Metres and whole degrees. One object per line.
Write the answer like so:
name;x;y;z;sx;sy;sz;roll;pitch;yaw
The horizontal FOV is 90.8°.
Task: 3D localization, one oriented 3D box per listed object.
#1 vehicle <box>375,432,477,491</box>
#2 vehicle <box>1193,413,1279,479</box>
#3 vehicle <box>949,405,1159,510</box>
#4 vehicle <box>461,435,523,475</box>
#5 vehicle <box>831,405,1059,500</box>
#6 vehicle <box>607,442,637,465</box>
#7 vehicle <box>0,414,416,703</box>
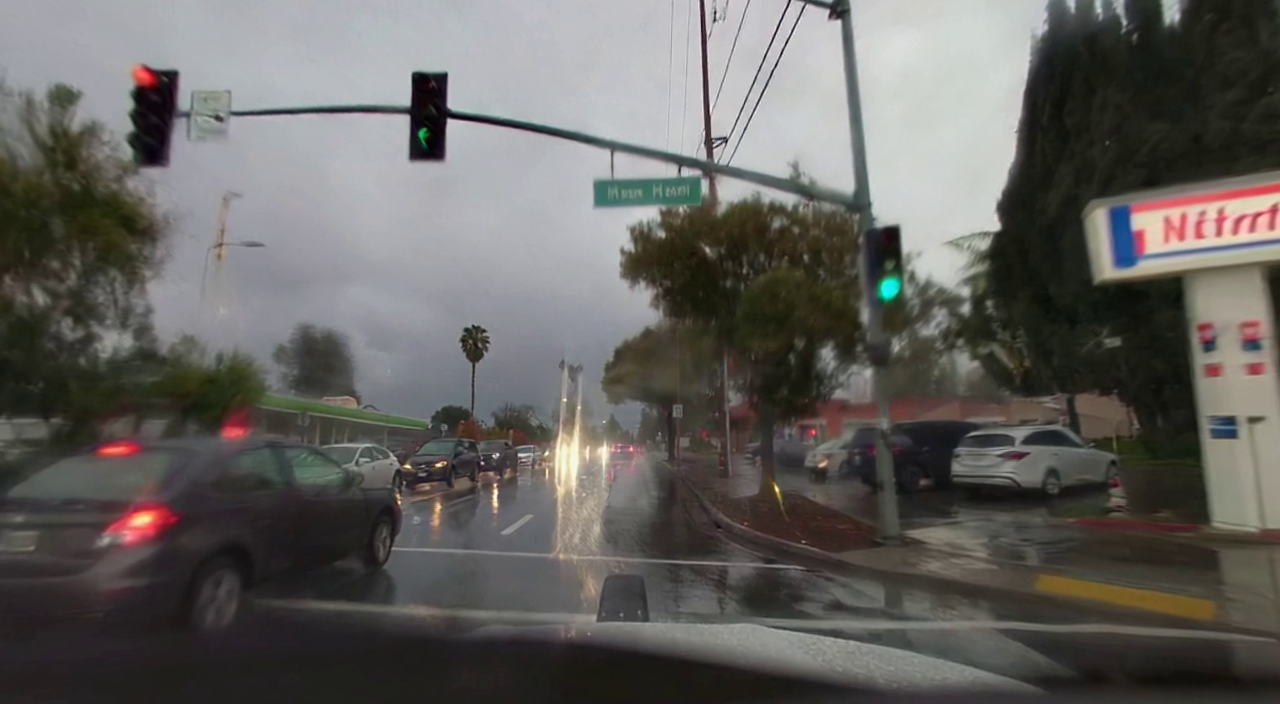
vehicle;-7.164;3.688;21.698;2.000;1.791;4.465;0;-8;-1
vehicle;19.989;2.992;20.112;4.255;1.894;2.037;4;-9;-28
vehicle;8.639;2.167;13.262;3.353;1.885;2.229;4;-10;-29
vehicle;-7.000;4.939;30.431;1.877;1.742;4.919;0;-8;-1
vehicle;7.876;2.545;16.261;5.441;2.056;2.552;5;-10;-30
vehicle;-1.183;6.857;42.911;1.909;1.482;4.390;0;-8;0
vehicle;-3.594;1.344;5.145;1.943;1.455;4.414;0;-8;0
